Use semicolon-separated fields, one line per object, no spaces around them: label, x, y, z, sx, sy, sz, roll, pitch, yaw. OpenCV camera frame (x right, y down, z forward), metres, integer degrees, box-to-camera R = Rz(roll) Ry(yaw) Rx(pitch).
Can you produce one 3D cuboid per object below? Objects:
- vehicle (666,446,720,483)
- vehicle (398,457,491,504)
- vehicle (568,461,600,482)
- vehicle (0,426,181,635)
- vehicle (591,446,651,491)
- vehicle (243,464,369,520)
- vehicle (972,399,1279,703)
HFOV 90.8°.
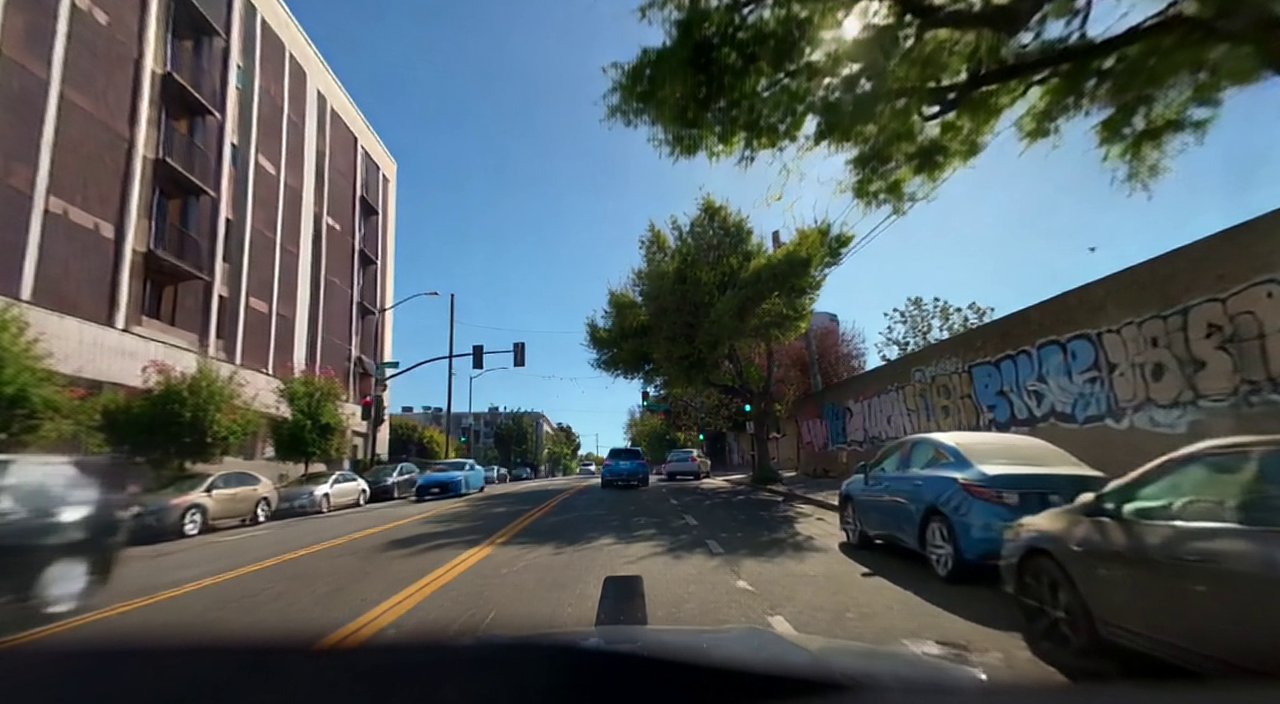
vehicle;2.834;5.810;32.976;2.207;1.761;4.292;-2;-9;13
vehicle;-6.820;4.511;22.593;2.040;1.402;4.237;0;-8;-1
vehicle;-4.319;9.312;49.492;2.095;1.447;4.202;0;-8;0
vehicle;-6.473;1.493;5.172;2.147;1.747;4.409;0;-8;-1
vehicle;-0.713;4.547;25.058;2.166;1.579;4.300;0;-8;-1
vehicle;-11.203;4.692;21.648;1.931;1.499;4.645;-2;-8;-2
vehicle;4.137;1.135;3.499;2.032;1.687;4.374;0;-8;-3
